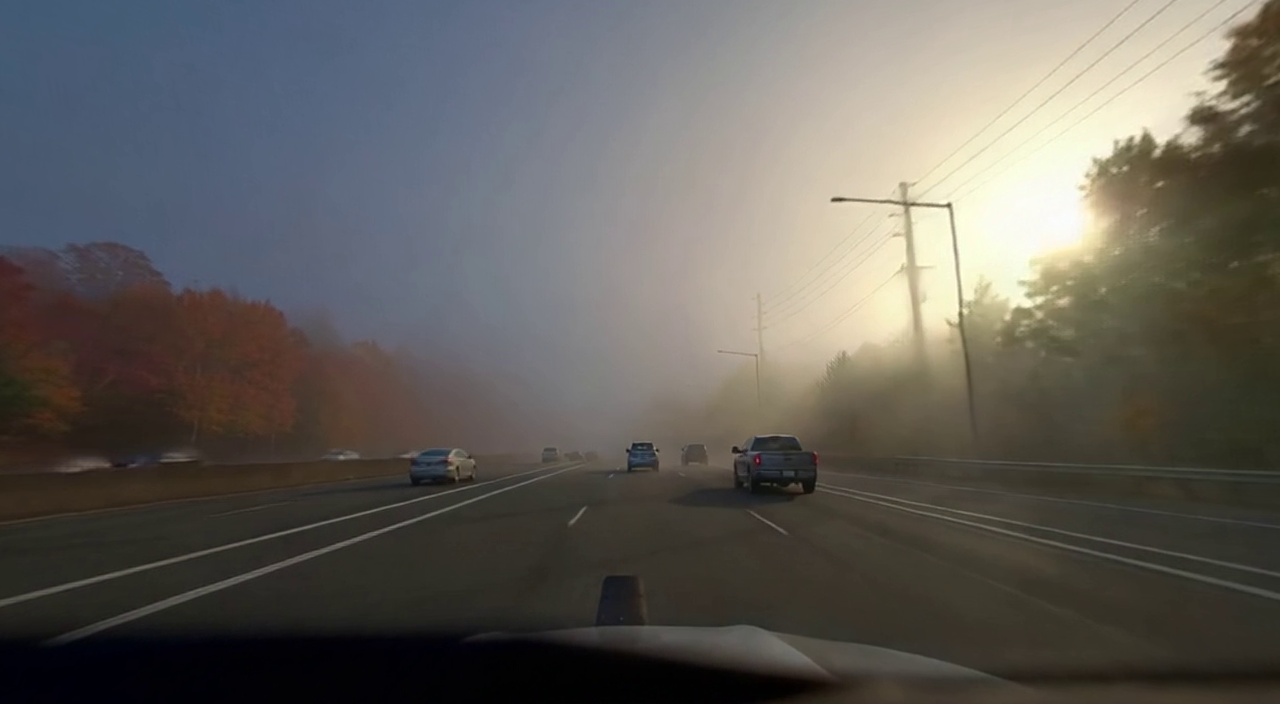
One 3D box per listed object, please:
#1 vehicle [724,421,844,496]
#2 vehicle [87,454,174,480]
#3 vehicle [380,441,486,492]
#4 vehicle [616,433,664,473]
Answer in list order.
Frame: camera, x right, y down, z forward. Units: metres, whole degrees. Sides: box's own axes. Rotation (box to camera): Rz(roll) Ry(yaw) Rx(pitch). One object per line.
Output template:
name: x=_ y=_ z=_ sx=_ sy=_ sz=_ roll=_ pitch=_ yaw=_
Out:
vehicle: x=4.239 y=3.285 z=19.763 sx=2.388 sy=1.998 sz=5.749 roll=0 pitch=-9 yaw=0
vehicle: x=-33.284 y=7.484 z=41.295 sx=1.831 sy=1.534 sz=4.613 roll=0 pitch=-9 yaw=0
vehicle: x=-6.884 y=3.835 z=21.523 sx=2.014 sy=1.526 sz=4.577 roll=0 pitch=-9 yaw=1
vehicle: x=0.032 y=5.402 z=33.745 sx=2.372 sy=1.957 sz=5.121 roll=0 pitch=-9 yaw=1
